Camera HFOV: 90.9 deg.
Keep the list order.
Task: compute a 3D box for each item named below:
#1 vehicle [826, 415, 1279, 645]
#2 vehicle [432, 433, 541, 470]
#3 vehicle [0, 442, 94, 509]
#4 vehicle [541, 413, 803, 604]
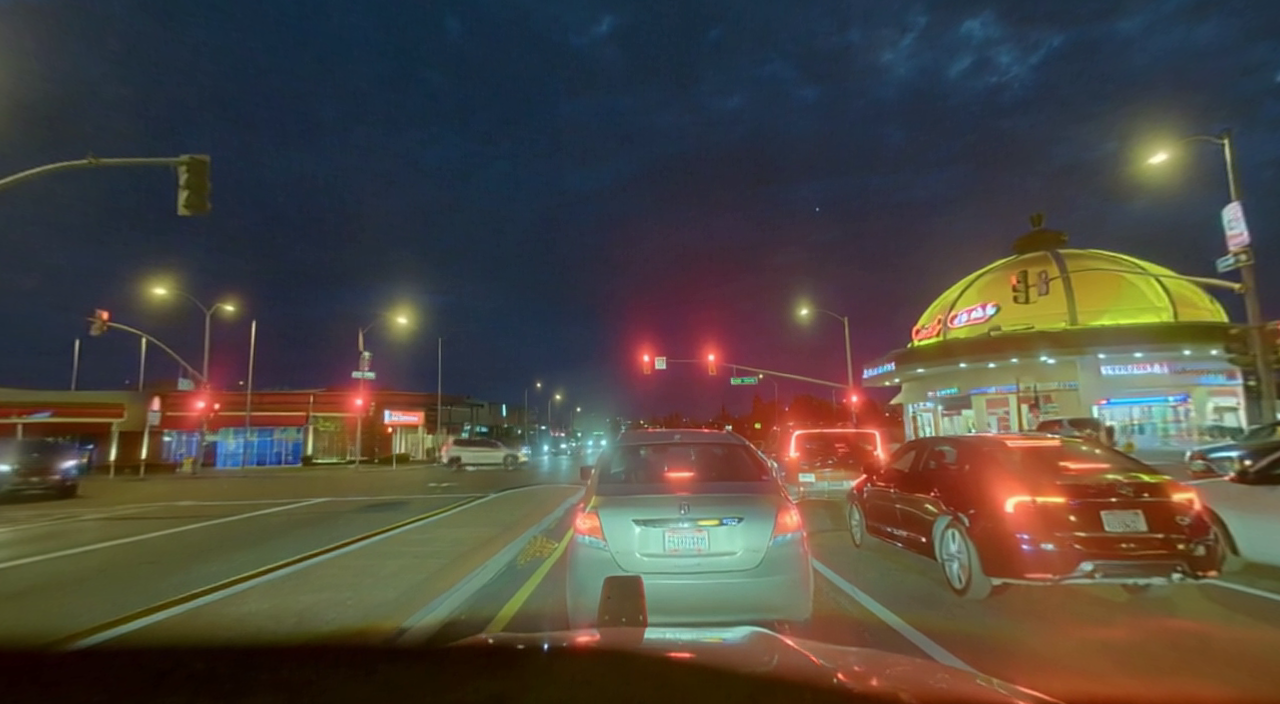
[{"bbox_3d":[3.517,1.487,6.400,1.883,1.480,4.489,0,-8,0],"label":"vehicle"},{"bbox_3d":[-7.487,4.845,30.857,4.833,1.701,2.077,4,-9,-23],"label":"vehicle"},{"bbox_3d":[-19.101,3.622,18.924,4.841,1.783,2.203,-4,-9,26],"label":"vehicle"},{"bbox_3d":[0.215,1.523,7.012,2.073,1.496,3.892,0,-8,-1],"label":"vehicle"}]
